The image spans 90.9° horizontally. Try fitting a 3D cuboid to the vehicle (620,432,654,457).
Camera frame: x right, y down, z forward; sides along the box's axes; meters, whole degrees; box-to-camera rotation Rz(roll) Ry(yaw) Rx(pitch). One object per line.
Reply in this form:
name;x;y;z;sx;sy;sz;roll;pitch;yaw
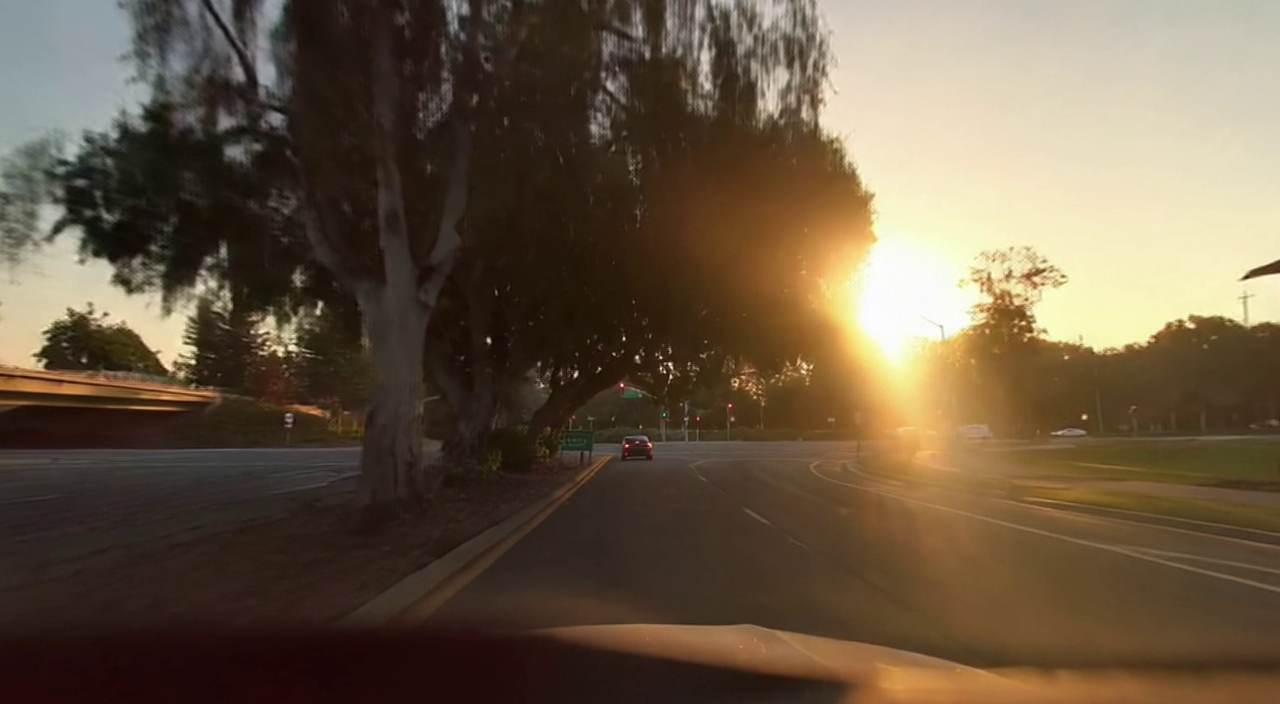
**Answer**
vehicle;-0.225;5.809;39.716;2.056;1.473;4.380;0;-8;-1
